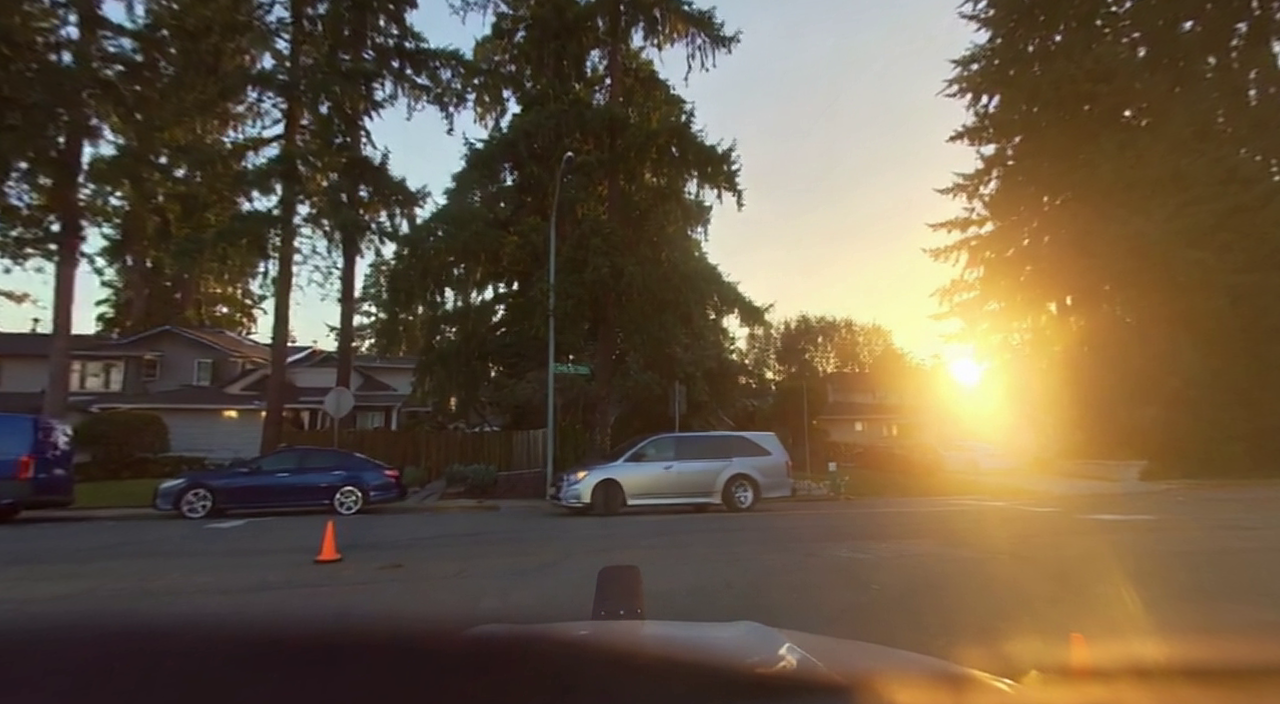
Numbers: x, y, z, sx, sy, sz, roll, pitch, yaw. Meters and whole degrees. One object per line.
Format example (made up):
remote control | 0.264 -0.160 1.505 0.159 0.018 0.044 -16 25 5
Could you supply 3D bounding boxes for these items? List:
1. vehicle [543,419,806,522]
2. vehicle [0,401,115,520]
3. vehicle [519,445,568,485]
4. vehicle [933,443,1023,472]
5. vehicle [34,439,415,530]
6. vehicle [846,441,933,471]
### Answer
vehicle | 0.655 2.406 13.264 5.047 1.851 2.103 2 -9 -16
vehicle | -16.431 2.384 13.186 7.824 2.323 2.863 0 -11 -10
vehicle | -3.962 4.504 25.482 1.648 1.430 3.654 4 -9 -12
vehicle | 18.095 5.617 33.906 3.863 1.453 1.826 2 -8 -11
vehicle | -8.947 2.918 14.619 6.643 1.777 2.925 2 -9 -12
vehicle | 16.602 6.892 42.115 4.984 1.912 2.132 2 -9 -12
